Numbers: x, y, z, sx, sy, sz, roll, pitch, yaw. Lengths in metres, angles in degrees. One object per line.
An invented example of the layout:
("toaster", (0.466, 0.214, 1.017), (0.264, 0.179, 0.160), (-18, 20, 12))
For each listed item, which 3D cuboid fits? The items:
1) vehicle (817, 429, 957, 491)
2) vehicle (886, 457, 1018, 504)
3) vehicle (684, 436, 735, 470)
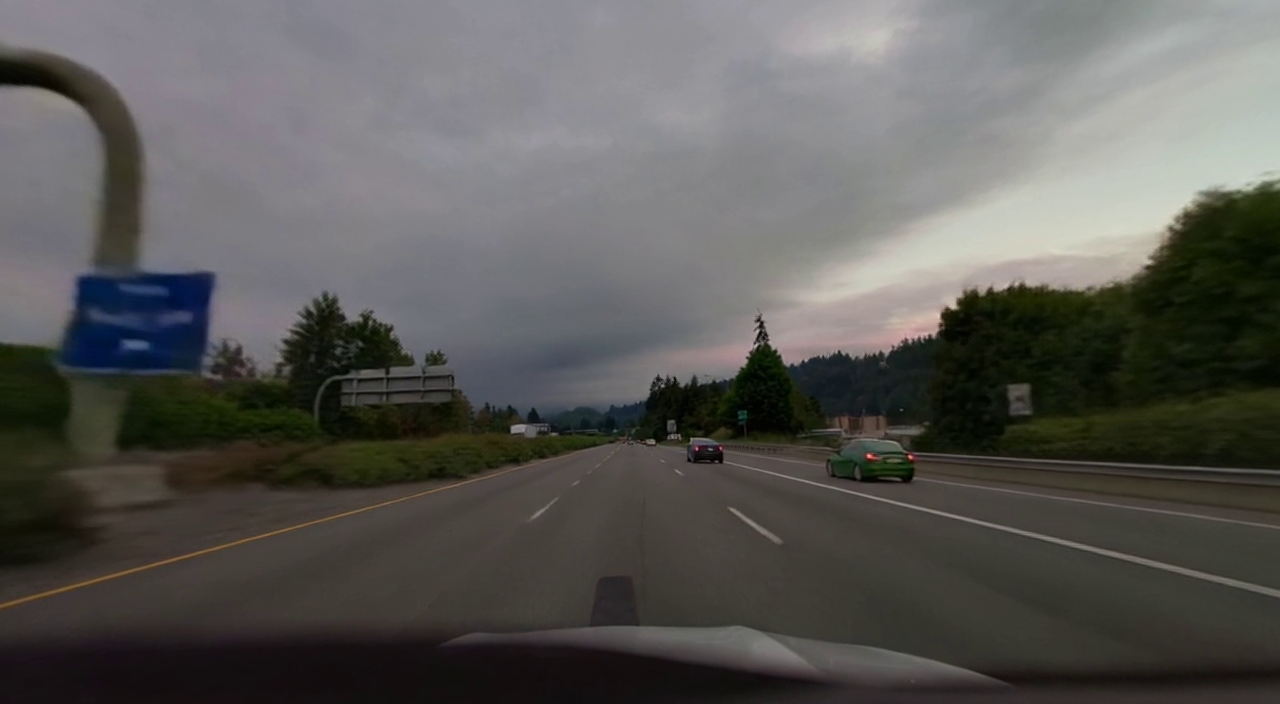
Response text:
("vehicle", (6.908, 3.053, 18.345), (2.003, 1.522, 4.940), (0, -8, -1))
("vehicle", (7.017, 2.893, 14.449), (1.535, 0.862, 2.814), (0, -8, -2))
("vehicle", (3.187, 4.690, 29.623), (1.819, 1.468, 3.770), (0, -8, -2))
